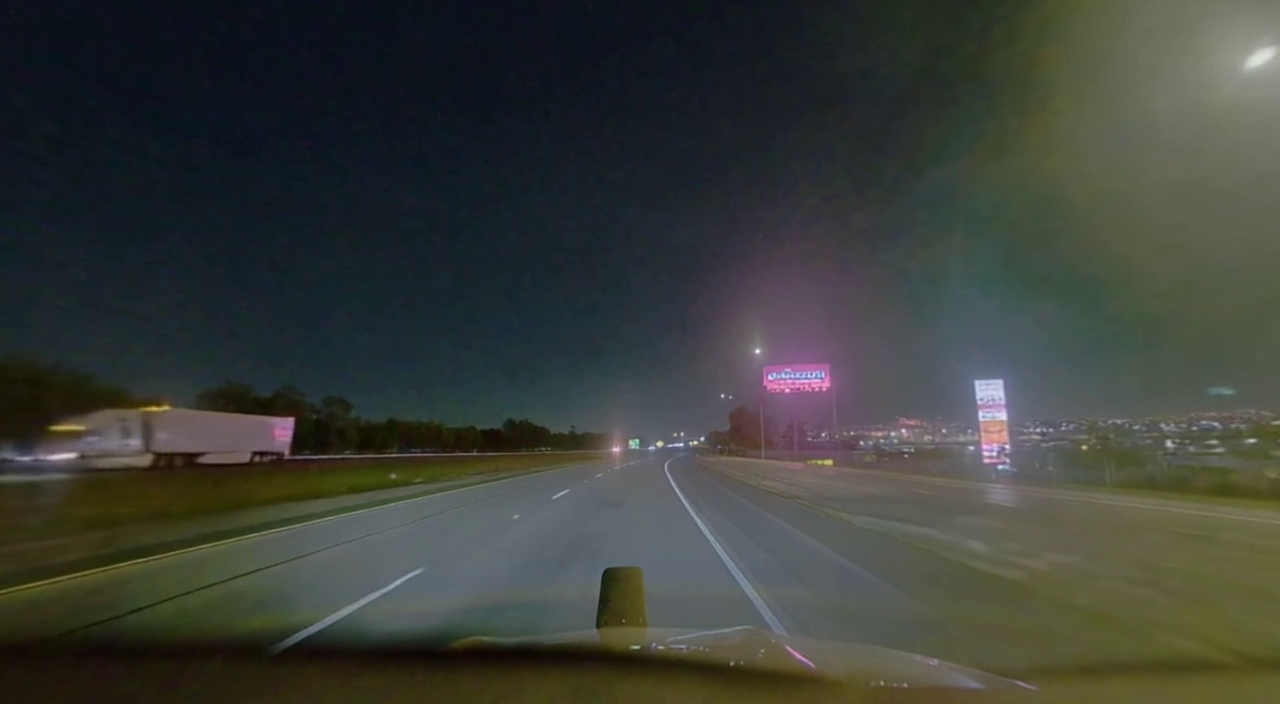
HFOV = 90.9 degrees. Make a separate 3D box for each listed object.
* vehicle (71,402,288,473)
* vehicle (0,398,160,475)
[{"bbox_3d":[-32.176,6.334,46.040,2.927,4.224,16.633,-1,-8,2],"label":"vehicle"},{"bbox_3d":[-32.388,4.943,36.635,3.016,4.003,7.217,-1,-8,2],"label":"vehicle"}]
